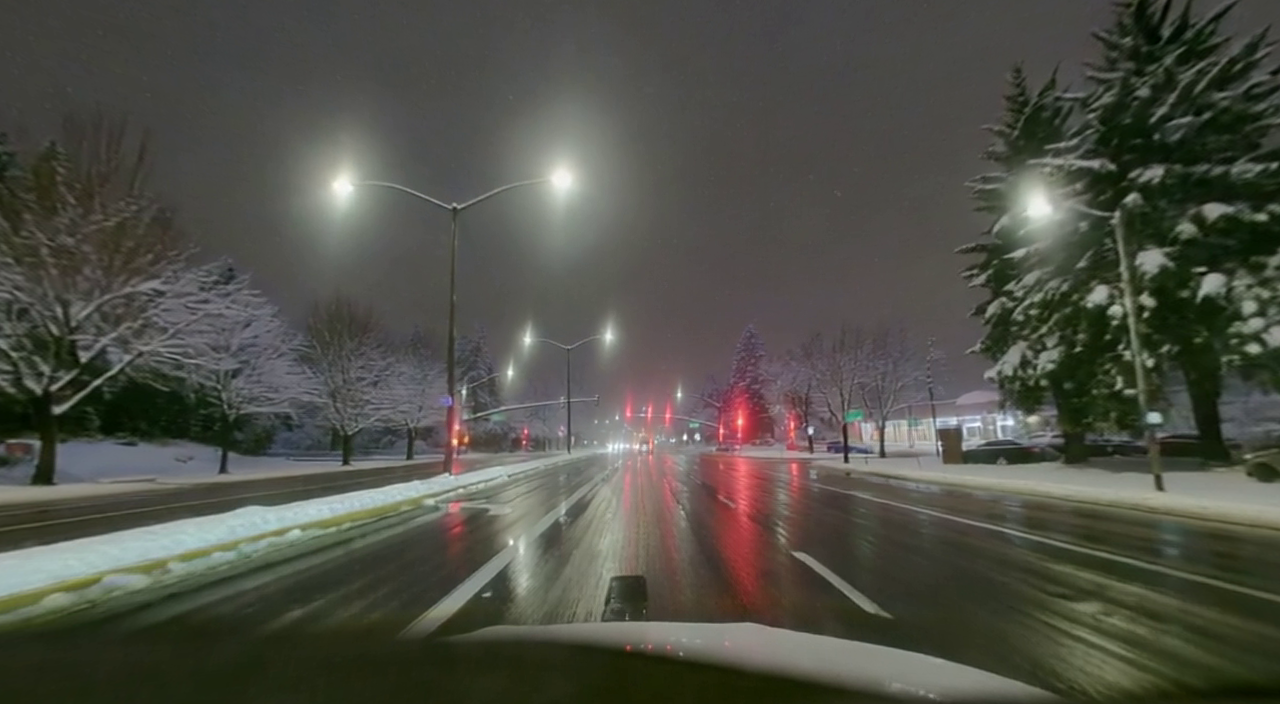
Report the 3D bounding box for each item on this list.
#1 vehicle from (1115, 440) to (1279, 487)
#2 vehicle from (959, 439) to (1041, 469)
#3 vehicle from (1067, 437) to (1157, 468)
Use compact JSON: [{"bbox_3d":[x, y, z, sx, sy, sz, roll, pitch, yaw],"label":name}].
[{"bbox_3d":[18.876,3.699,21.157,4.348,1.448,1.976,-5,-10,30],"label":"vehicle"},{"bbox_3d":[19.261,5.474,33.977,1.842,1.495,4.474,0,-8,1],"label":"vehicle"},{"bbox_3d":[24.900,5.317,33.417,1.736,1.516,4.047,0,-8,3],"label":"vehicle"}]
